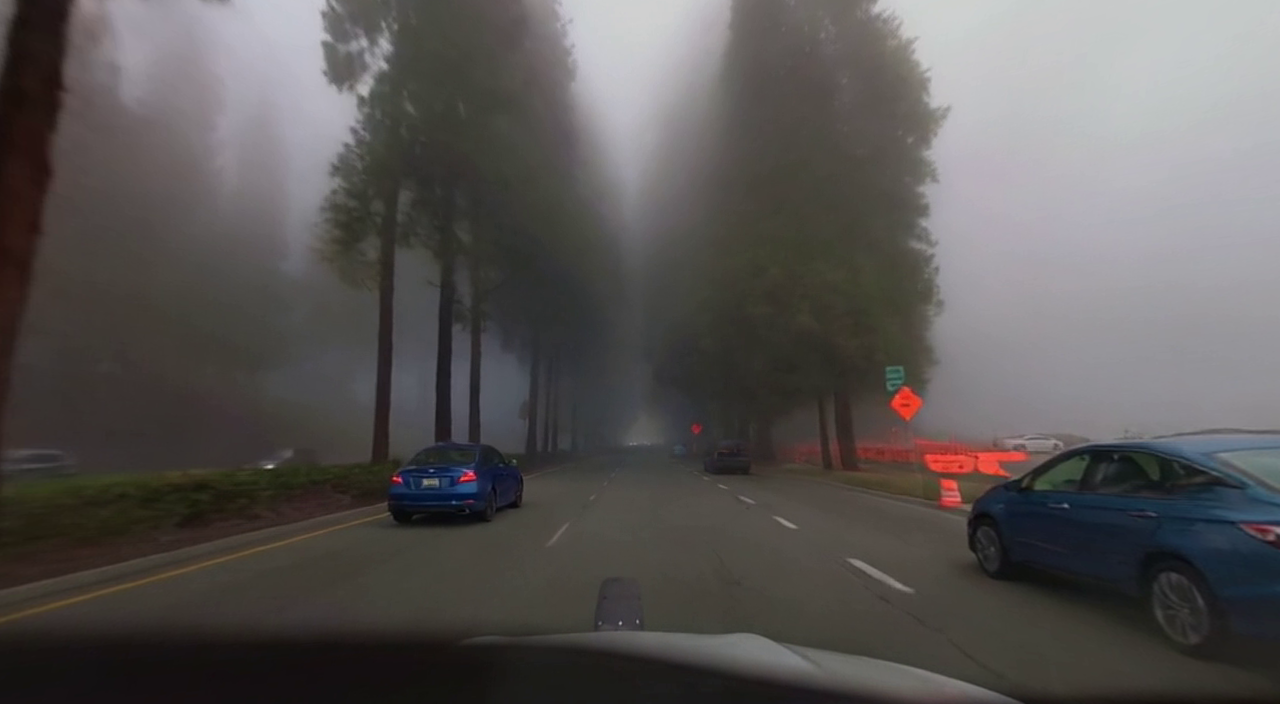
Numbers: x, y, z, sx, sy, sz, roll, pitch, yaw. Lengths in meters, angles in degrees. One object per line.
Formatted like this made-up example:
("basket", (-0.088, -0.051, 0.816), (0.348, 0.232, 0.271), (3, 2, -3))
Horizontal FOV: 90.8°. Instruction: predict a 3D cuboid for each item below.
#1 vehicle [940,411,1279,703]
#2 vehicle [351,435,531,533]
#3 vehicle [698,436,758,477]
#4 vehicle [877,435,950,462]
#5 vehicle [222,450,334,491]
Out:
("vehicle", (4.129, 1.288, 4.775), (1.827, 1.491, 3.743), (0, -9, -1))
("vehicle", (-3.378, 2.317, 11.704), (2.020, 1.474, 4.098), (0, -9, 0))
("vehicle", (4.184, 5.066, 30.884), (2.159, 1.793, 4.735), (0, -9, -1))
("vehicle", (17.002, 6.020, 39.559), (1.941, 1.559, 4.633), (1, -9, -8))
("vehicle", (-14.501, 4.734, 25.650), (1.826, 1.496, 4.538), (0, -9, 0))
